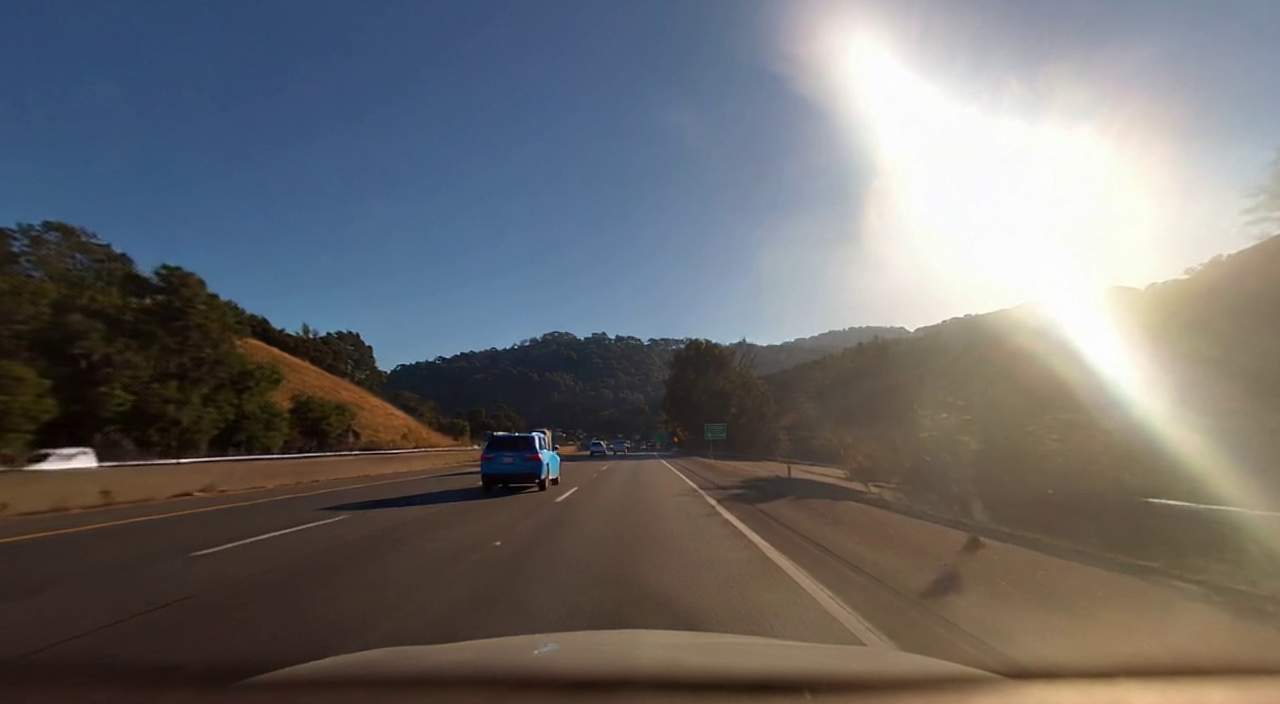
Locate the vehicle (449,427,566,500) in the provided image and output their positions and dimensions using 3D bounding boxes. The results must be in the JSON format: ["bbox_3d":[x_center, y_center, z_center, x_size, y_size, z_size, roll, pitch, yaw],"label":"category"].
[{"bbox_3d":[-3.426,2.978,17.290,2.138,1.718,4.415,0,-8,1],"label":"vehicle"}]
